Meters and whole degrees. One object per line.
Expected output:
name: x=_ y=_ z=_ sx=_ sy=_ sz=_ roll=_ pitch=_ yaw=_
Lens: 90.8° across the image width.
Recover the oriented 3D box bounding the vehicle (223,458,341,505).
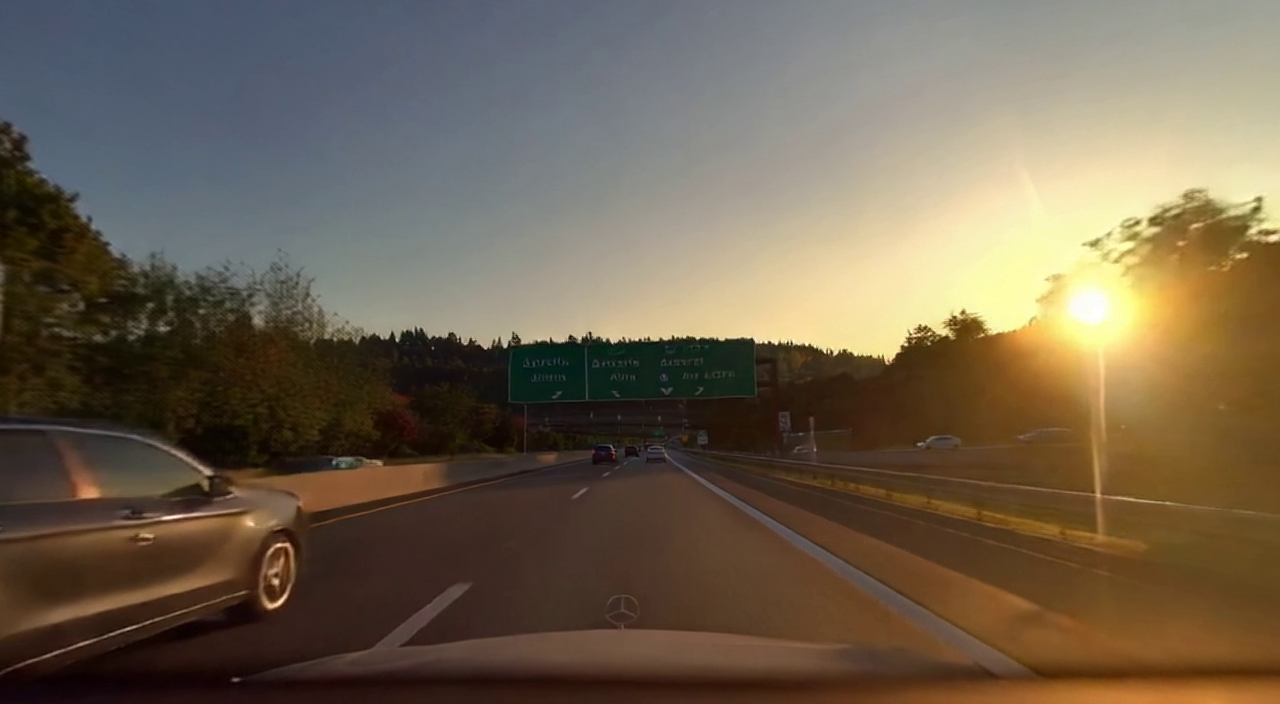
vehicle: x=-12.364 y=4.474 z=22.109 sx=1.750 sy=1.402 sz=3.988 roll=0 pitch=-9 yaw=1

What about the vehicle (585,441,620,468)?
vehicle: x=-2.606 y=7.325 z=45.312 sx=2.143 sy=1.853 sz=4.123 roll=0 pitch=-9 yaw=2

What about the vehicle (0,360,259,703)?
vehicle: x=-3.663 y=0.795 z=2.137 sx=2.037 sy=1.638 sz=4.274 roll=0 pitch=-9 yaw=0
